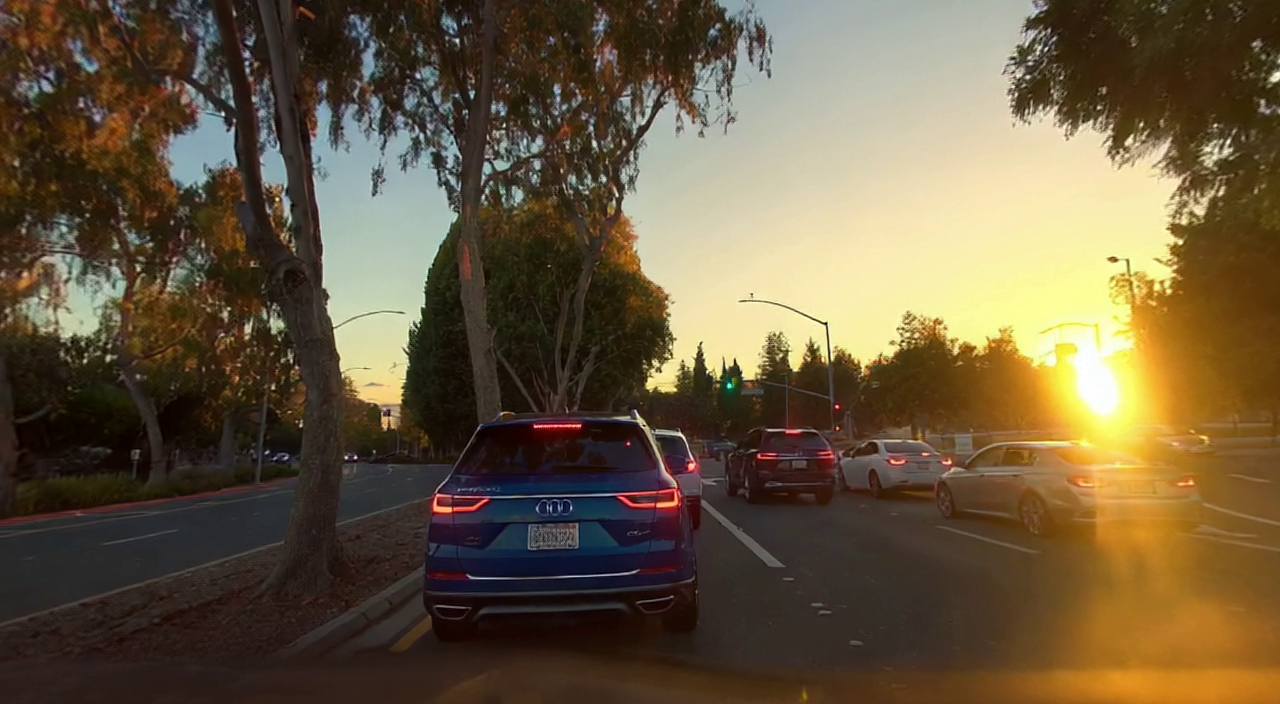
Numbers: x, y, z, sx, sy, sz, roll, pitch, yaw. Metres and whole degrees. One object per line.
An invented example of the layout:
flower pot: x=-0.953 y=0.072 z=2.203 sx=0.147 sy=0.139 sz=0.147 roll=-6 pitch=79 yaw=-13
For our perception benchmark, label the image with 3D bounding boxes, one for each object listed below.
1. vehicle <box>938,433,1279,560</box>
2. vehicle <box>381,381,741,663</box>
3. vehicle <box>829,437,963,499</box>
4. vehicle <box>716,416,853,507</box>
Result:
vehicle: x=6.588 y=2.021 z=9.663 sx=1.894 sy=1.445 sz=4.565 roll=0 pitch=-9 yaw=1
vehicle: x=-0.428 y=1.353 z=6.078 sx=2.201 sy=1.709 sz=4.271 roll=0 pitch=-9 yaw=2
vehicle: x=6.973 y=3.190 z=17.780 sx=1.890 sy=1.489 sz=4.415 roll=0 pitch=-9 yaw=0
vehicle: x=3.361 y=2.679 z=15.875 sx=2.200 sy=1.909 sz=4.853 roll=0 pitch=-9 yaw=-1
